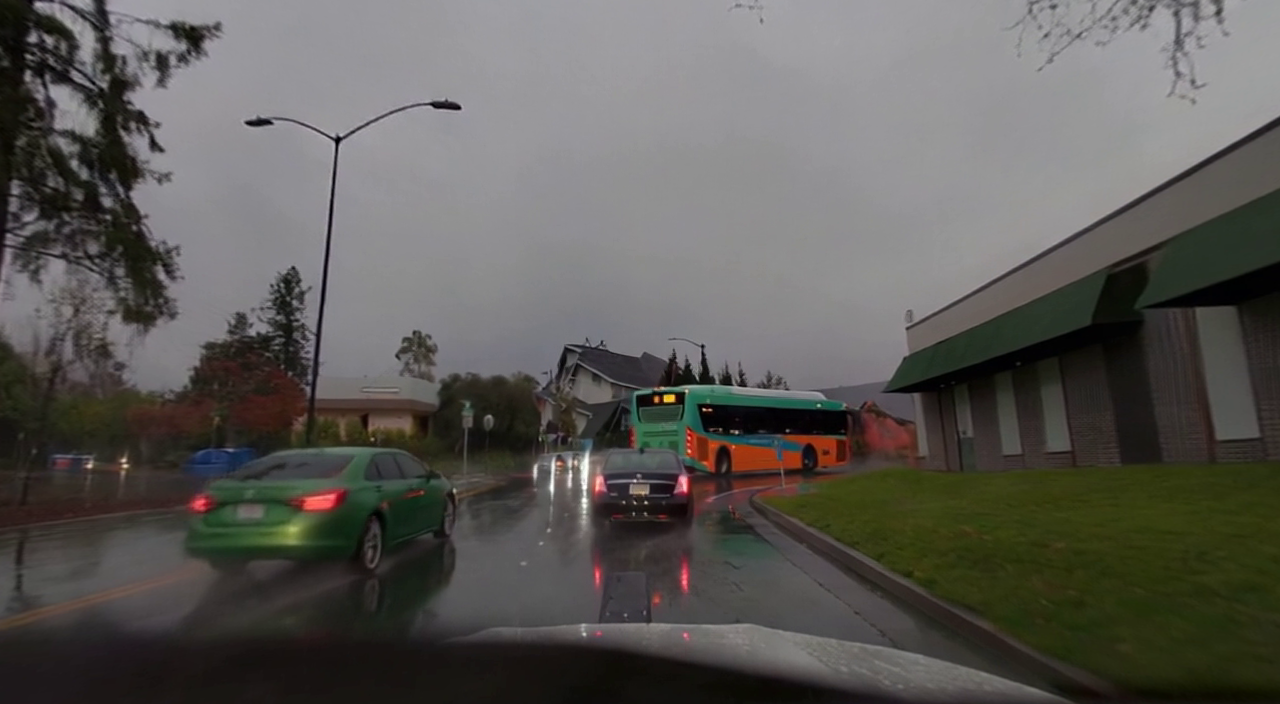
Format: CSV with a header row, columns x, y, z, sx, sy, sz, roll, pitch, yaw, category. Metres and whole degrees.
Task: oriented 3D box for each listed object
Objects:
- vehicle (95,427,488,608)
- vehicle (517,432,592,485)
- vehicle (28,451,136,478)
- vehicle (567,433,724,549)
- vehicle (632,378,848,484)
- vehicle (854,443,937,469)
x,y,z,sx,sy,sz,roll,pitch,yaw,category
-3.495,1.728,7.603,1.953,1.480,4.522,-1,-9,3,vehicle
-3.055,3.915,23.495,2.017,1.761,4.572,0,-9,2,vehicle
-32.123,6.450,36.447,4.473,1.442,1.743,7,-11,-39,vehicle
0.101,2.087,10.121,2.020,1.478,3.922,0,-9,1,vehicle
4.265,3.156,24.383,2.948,3.303,9.977,-8,-12,44,vehicle
15.656,6.386,38.623,4.422,1.457,1.882,-6,-10,29,vehicle
